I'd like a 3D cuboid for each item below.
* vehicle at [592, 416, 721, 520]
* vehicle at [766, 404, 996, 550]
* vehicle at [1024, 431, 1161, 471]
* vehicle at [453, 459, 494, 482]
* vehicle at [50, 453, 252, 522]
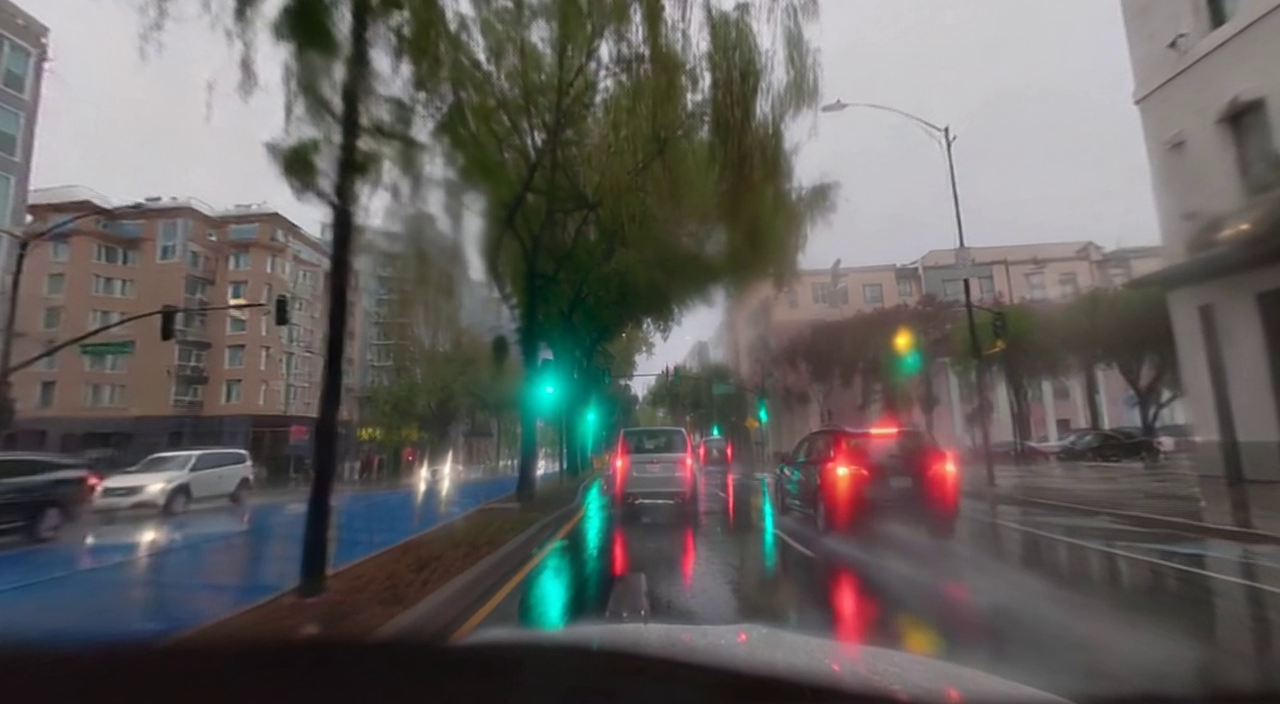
[{"bbox_3d":[0.306,2.291,12.915,2.209,1.748,4.130,0,-9,1],"label":"vehicle"},{"bbox_3d":[3.325,1.819,9.732,1.939,1.746,4.091,0,-8,0],"label":"vehicle"},{"bbox_3d":[19.078,4.185,26.761,4.248,1.642,1.961,0,-8,0],"label":"vehicle"},{"bbox_3d":[-13.152,9.319,49.957,2.035,1.619,4.327,0,-9,0],"label":"vehicle"},{"bbox_3d":[-17.504,4.814,23.243,2.267,2.097,6.350,-1,-8,1],"label":"vehicle"}]
